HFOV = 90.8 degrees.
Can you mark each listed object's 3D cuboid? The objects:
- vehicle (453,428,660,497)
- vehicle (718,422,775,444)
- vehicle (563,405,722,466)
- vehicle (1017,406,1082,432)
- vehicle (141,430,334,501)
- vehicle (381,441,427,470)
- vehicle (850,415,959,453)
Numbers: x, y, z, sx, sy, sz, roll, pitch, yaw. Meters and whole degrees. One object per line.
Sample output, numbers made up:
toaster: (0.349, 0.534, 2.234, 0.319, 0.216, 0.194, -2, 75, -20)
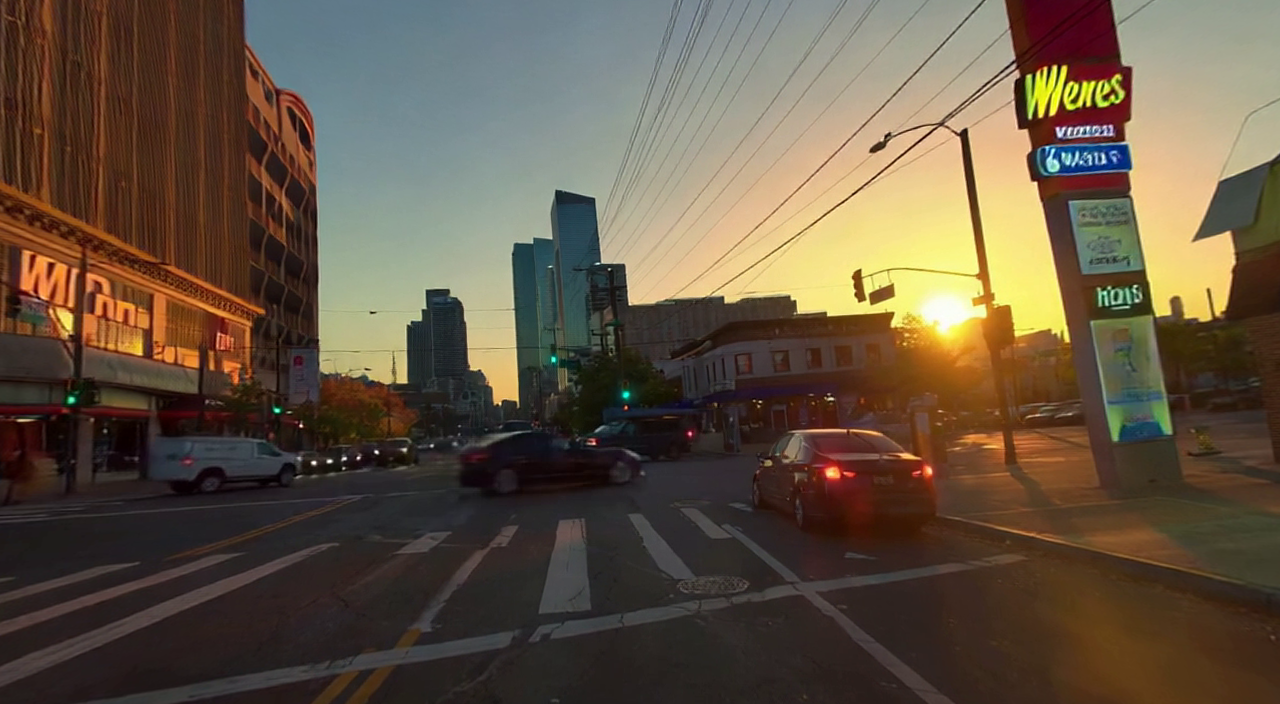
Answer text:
vehicle: (-2.023, 2.695, 15.735, 4.707, 1.487, 1.907, 4, -10, -29)
vehicle: (7.603, 5.867, 45.416, 1.866, 1.430, 3.901, 5, -10, -31)
vehicle: (0.201, 3.090, 23.185, 5.588, 1.985, 2.374, 7, -11, -39)
vehicle: (31.000, 5.121, 47.794, 4.474, 1.788, 2.039, 4, -9, -27)
vehicle: (-11.376, 3.155, 18.016, 4.292, 1.761, 2.105, 7, -11, -40)
vehicle: (-13.902, 6.009, 37.111, 2.093, 1.446, 4.054, 2, -7, -26)
vehicle: (11.113, 3.458, 26.456, 4.433, 1.453, 1.804, 5, -10, -30)
